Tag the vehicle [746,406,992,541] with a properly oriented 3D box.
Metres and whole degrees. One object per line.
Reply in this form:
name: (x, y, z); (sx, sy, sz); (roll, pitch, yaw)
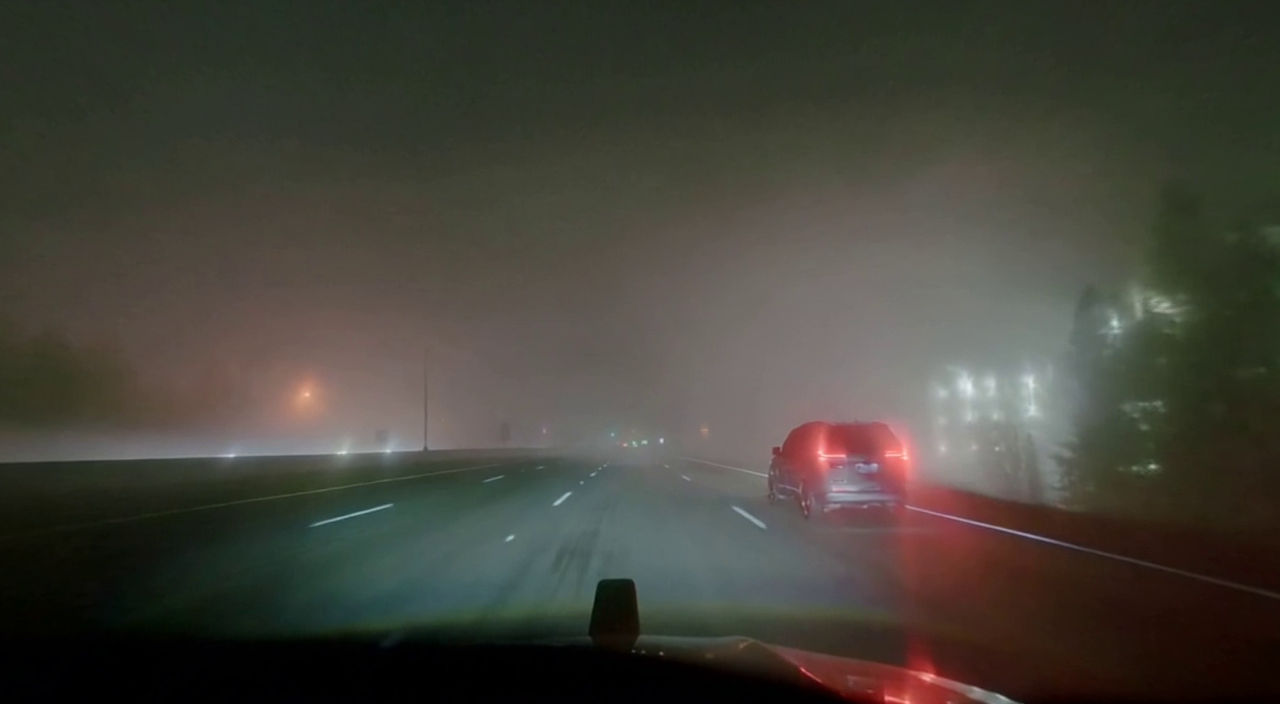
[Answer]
vehicle: (3.452, 1.979, 10.913); (2.212, 1.753, 5.064); (0, -9, -2)
